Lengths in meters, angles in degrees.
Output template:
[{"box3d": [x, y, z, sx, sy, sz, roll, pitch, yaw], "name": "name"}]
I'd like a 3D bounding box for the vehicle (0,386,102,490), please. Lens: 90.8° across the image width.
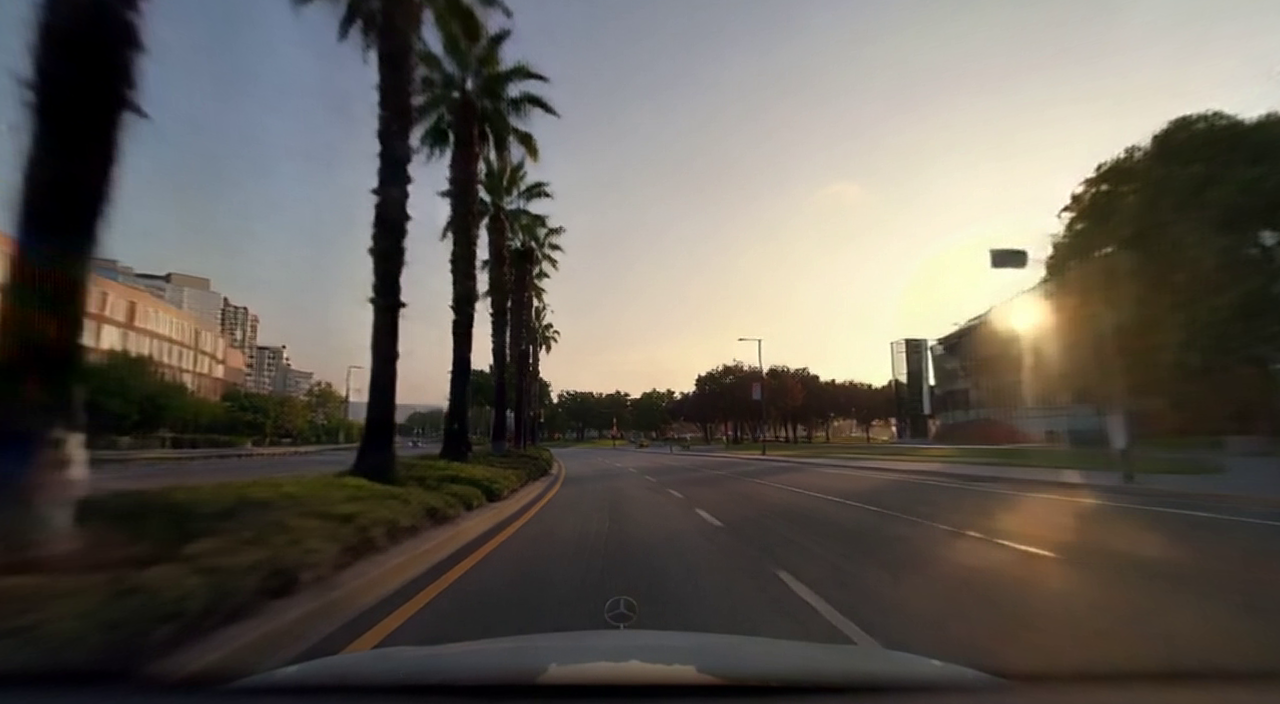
[{"box3d": [-12.152, 1.448, 10.604, 2.111, 1.793, 4.783, 0, -9, -2], "name": "vehicle"}]
